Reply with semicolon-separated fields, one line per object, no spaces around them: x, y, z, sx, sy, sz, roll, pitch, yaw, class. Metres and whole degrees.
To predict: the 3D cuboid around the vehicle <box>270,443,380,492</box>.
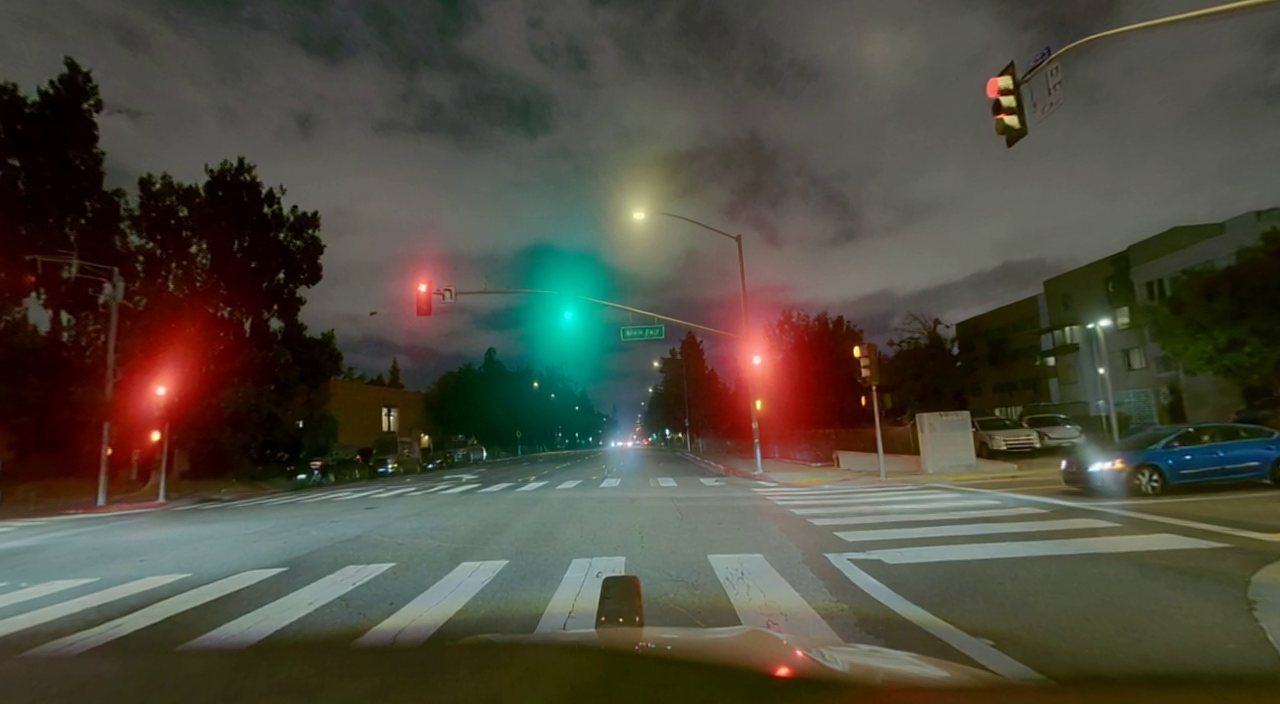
-13.778;5.066;28.061;2.306;1.957;4.968;0;-9;-1;vehicle

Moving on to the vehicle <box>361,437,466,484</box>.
-10.150;4.926;28.983;2.664;1.940;5.702;0;-9;0;vehicle

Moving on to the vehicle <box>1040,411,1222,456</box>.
16.950;2.902;22.110;4.560;1.453;1.851;-3;-9;18;vehicle
